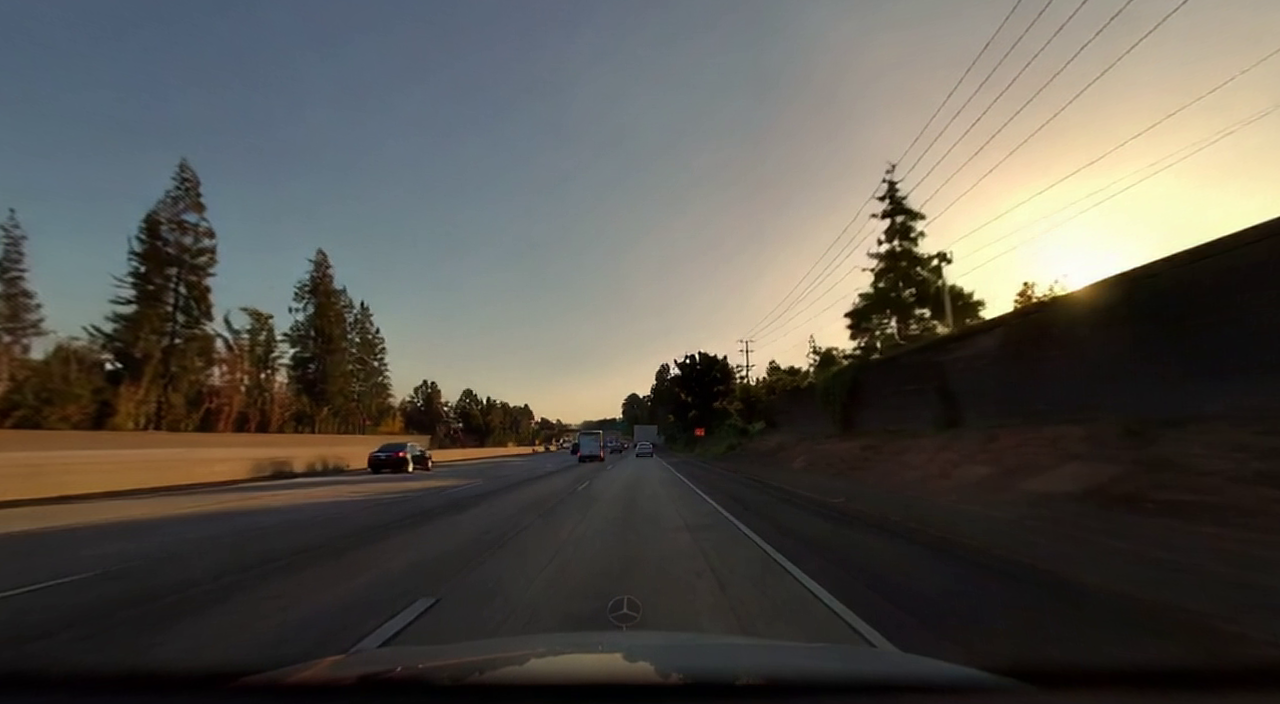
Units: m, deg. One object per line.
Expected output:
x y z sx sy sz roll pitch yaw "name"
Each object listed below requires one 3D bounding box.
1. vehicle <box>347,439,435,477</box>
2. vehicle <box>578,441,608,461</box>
-10.924 4.663 27.946 1.955 1.496 4.732 0 -8 1 "vehicle"
-3.614 7.741 49.156 2.046 1.478 4.111 0 -8 0 "vehicle"
